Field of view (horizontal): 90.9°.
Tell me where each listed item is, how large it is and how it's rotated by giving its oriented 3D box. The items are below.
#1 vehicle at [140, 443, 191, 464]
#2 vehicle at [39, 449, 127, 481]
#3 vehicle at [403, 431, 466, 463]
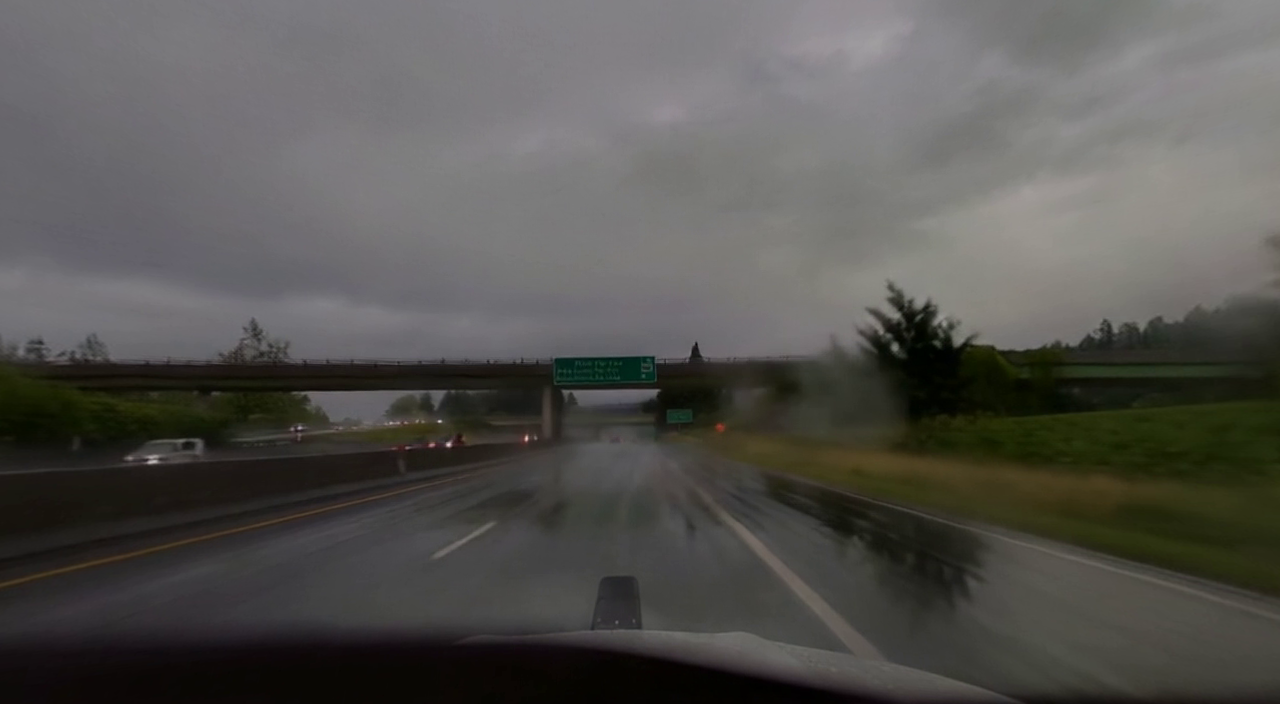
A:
[{"bbox_3d":[-37.024,7.901,49.270,1.989,1.496,4.580,3,-8,-22],"label":"vehicle"},{"bbox_3d":[-29.105,5.864,33.088,1.956,1.440,4.158,3,-8,-20],"label":"vehicle"},{"bbox_3d":[-12.017,5.548,37.146,2.179,1.752,4.402,0,-8,1],"label":"vehicle"}]
